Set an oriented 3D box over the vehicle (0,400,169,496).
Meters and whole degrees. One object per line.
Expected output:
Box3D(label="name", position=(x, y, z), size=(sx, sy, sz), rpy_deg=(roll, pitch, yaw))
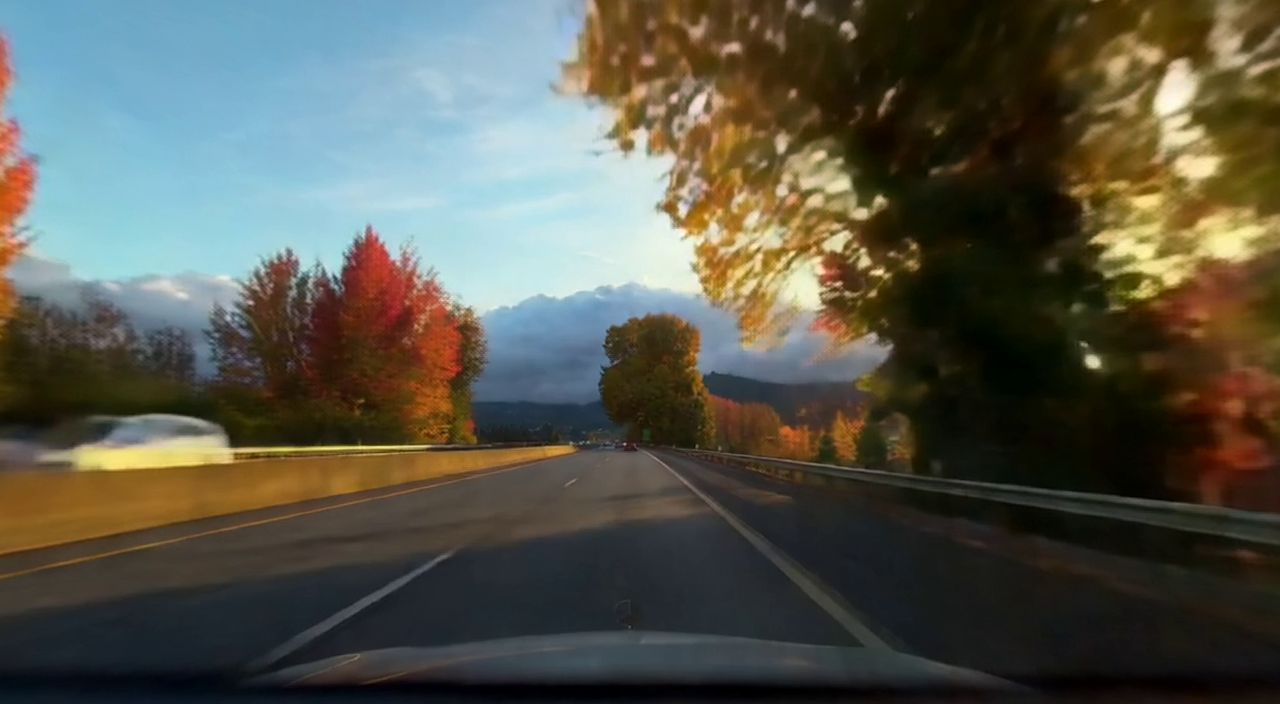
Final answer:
Box3D(label="vehicle", position=(-12.613, 1.975, 13.004), size=(2.040, 1.719, 4.701), rpy_deg=(0, -8, 0))
